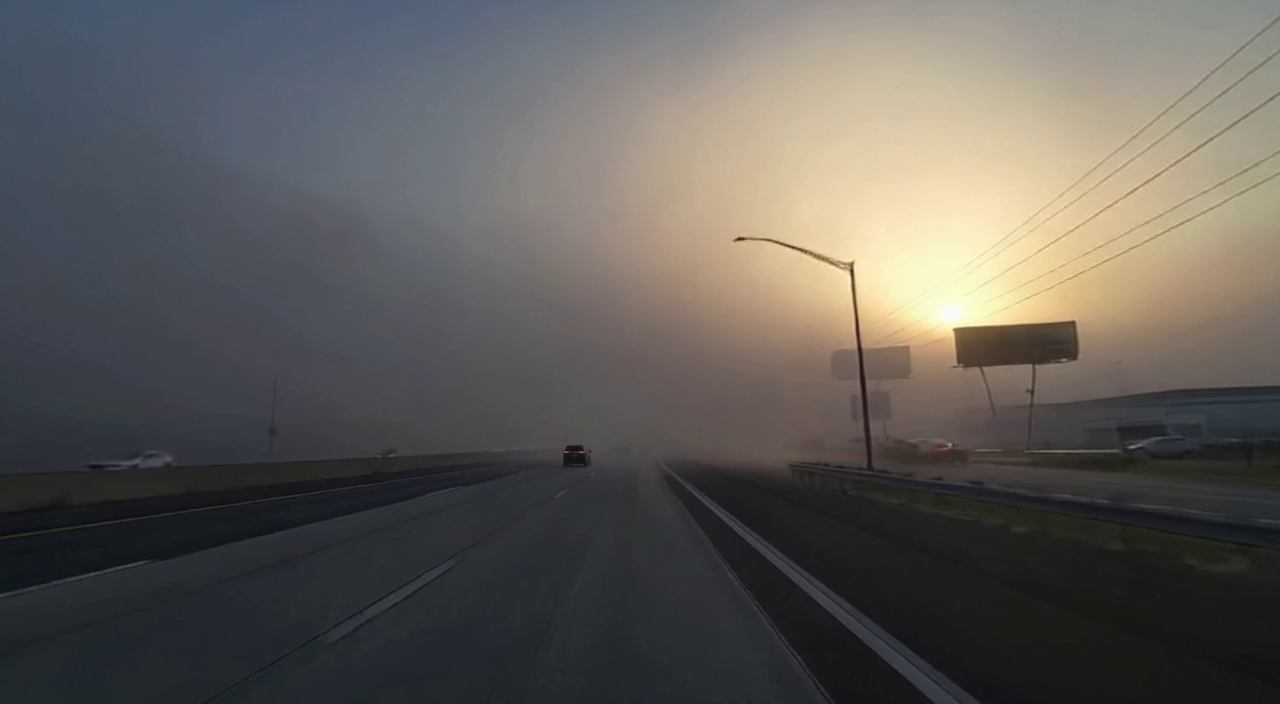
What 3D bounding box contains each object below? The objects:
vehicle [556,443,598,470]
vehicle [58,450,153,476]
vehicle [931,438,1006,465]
[{"bbox_3d":[-3.638,6.123,37.305,1.940,1.479,4.545,0,-9,1],"label":"vehicle"},{"bbox_3d":[-32.520,6.720,38.654,1.779,1.458,4.558,0,-9,1],"label":"vehicle"},{"bbox_3d":[19.181,5.825,37.125,1.806,1.466,4.711,0,-9,-1],"label":"vehicle"}]
